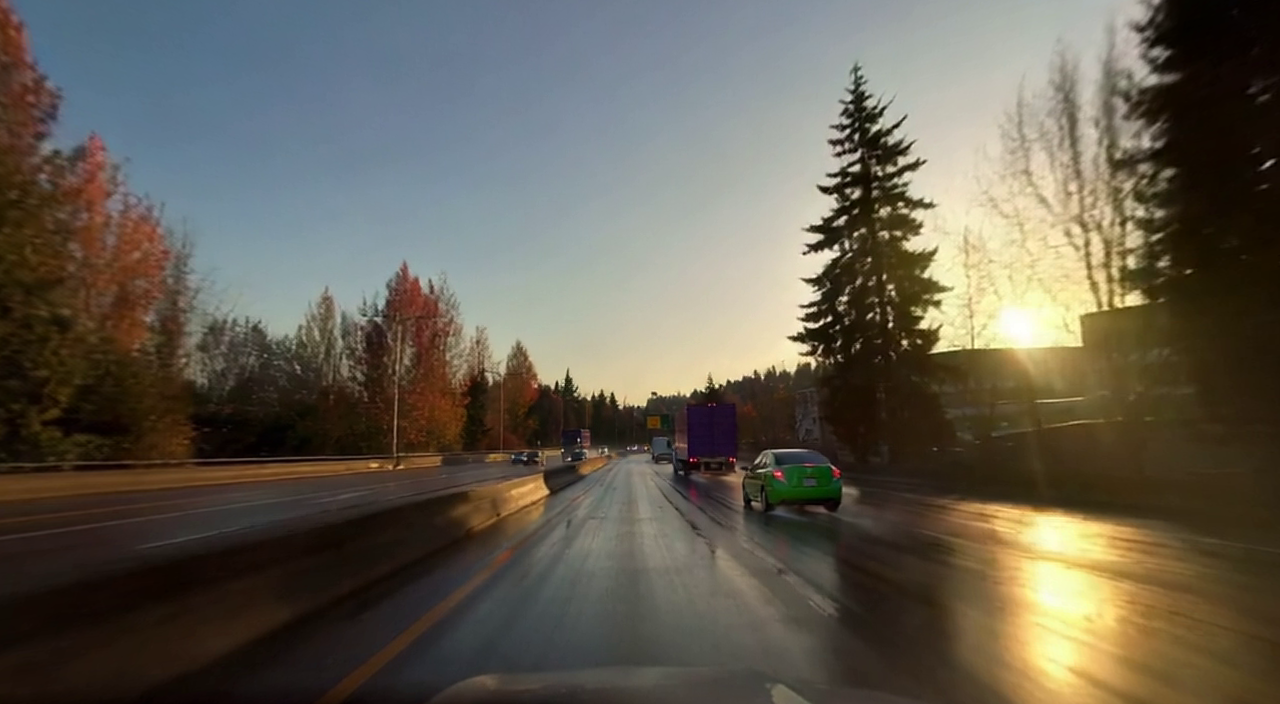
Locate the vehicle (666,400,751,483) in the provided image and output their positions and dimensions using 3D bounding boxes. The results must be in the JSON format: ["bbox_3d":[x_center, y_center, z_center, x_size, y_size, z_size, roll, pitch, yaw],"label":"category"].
[{"bbox_3d":[3.252,4.986,34.455,2.916,3.563,14.462,-1,-9,-1],"label":"vehicle"}]

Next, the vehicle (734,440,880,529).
[{"bbox_3d":[3.307,2.700,13.271,1.971,1.558,3.834,-1,-9,-1],"label":"vehicle"}]
